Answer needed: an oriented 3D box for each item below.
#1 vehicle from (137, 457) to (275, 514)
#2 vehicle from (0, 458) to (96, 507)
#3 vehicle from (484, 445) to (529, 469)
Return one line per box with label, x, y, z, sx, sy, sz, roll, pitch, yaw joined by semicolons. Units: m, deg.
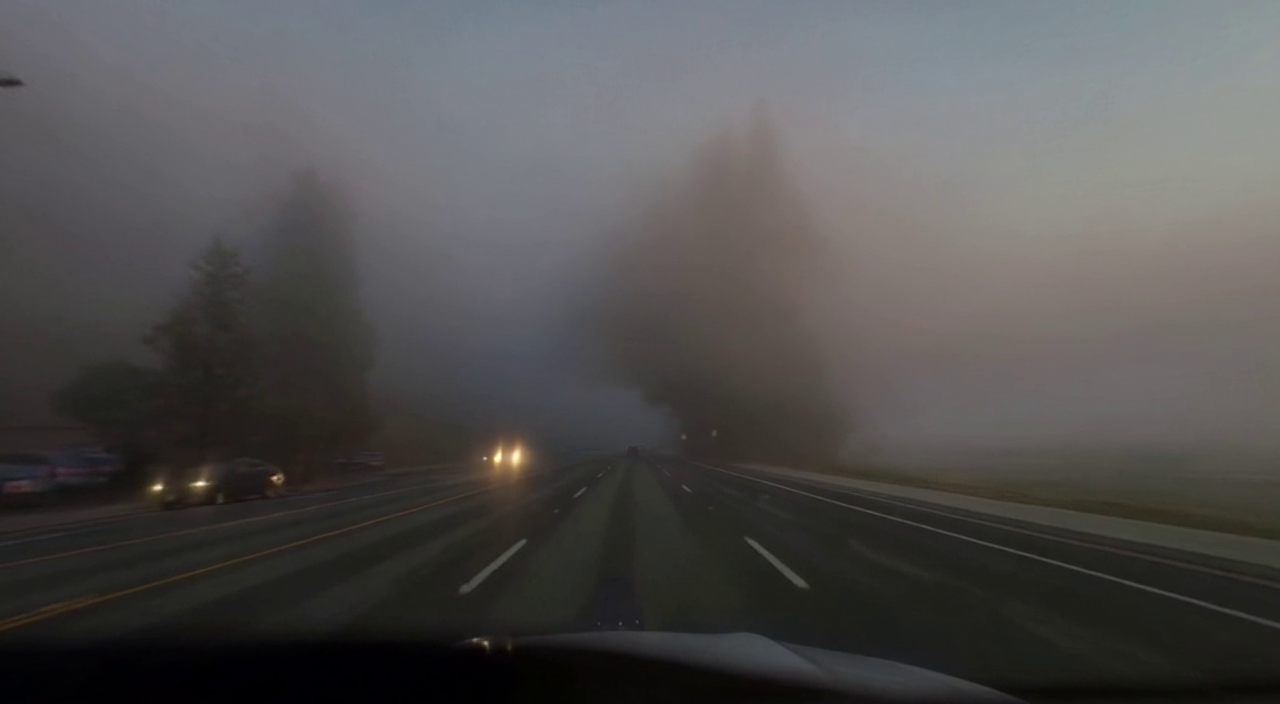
vehicle;-14.638;4.475;21.657;1.896;1.486;4.285;-4;-8;-2
vehicle;-21.450;4.368;21.311;1.916;1.482;4.789;0;-9;1
vehicle;-9.958;7.848;47.475;2.365;1.697;4.391;0;-9;0
